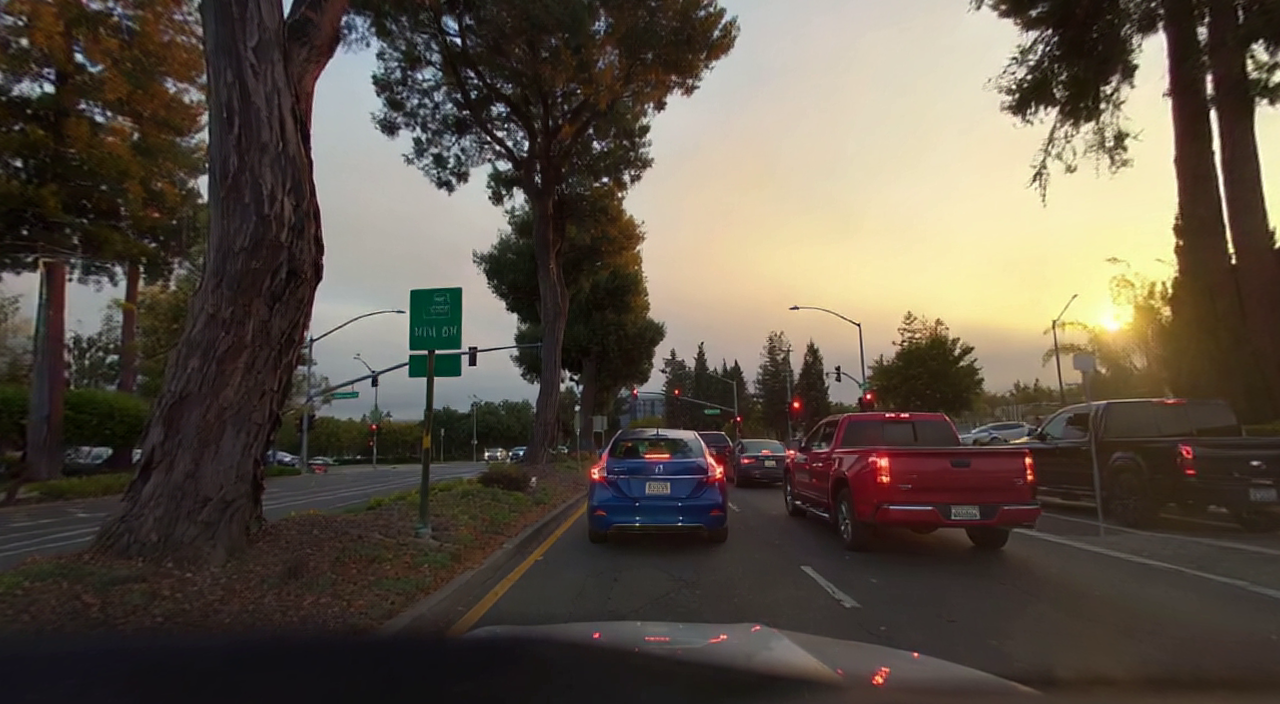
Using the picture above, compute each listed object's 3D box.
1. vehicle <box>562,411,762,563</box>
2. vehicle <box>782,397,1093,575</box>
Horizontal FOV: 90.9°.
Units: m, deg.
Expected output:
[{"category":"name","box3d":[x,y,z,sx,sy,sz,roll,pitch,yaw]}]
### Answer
[{"category":"vehicle","box3d":[0.249,1.773,8.972,2.168,1.641,4.039,0,-8,0]},{"category":"vehicle","box3d":[3.390,1.625,8.371,2.099,1.725,4.290,0,-8,2]}]
